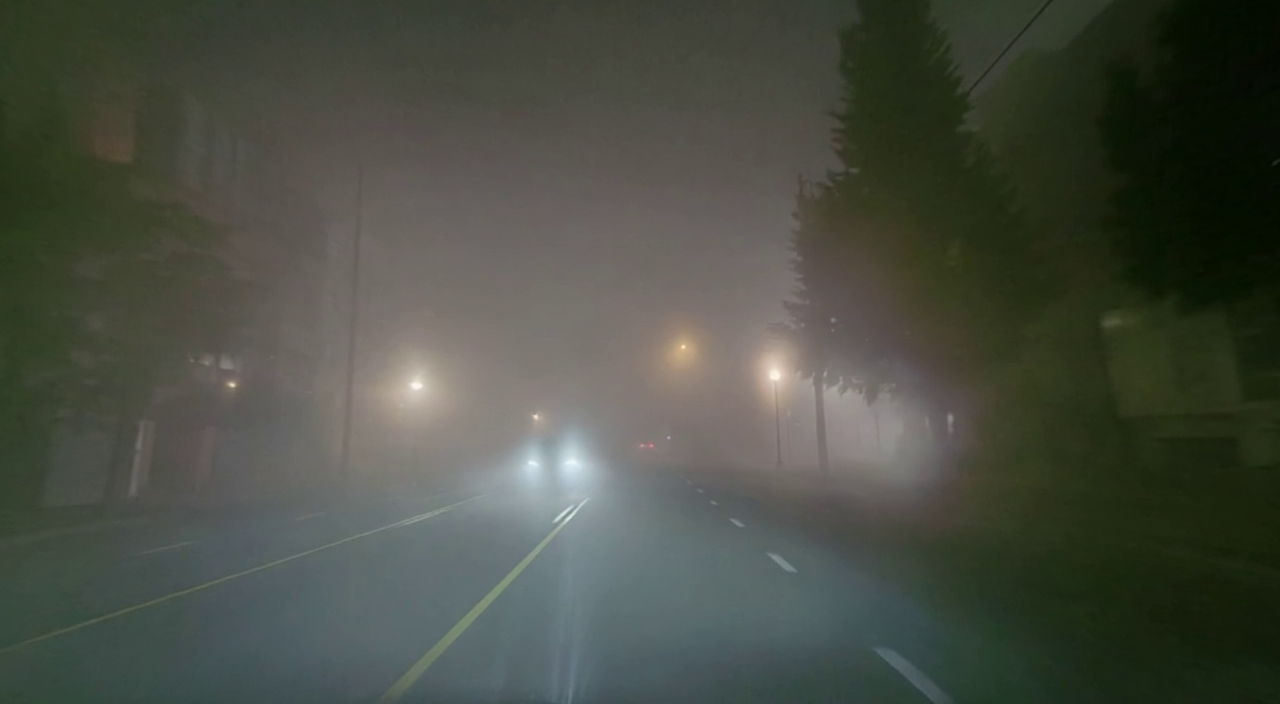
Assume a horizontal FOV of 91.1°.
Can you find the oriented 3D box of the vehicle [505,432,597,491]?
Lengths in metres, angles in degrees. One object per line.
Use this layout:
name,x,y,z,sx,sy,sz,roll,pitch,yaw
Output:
vehicle,-2.834,3.610,21.109,2.332,1.732,4.463,-1,-8,1
